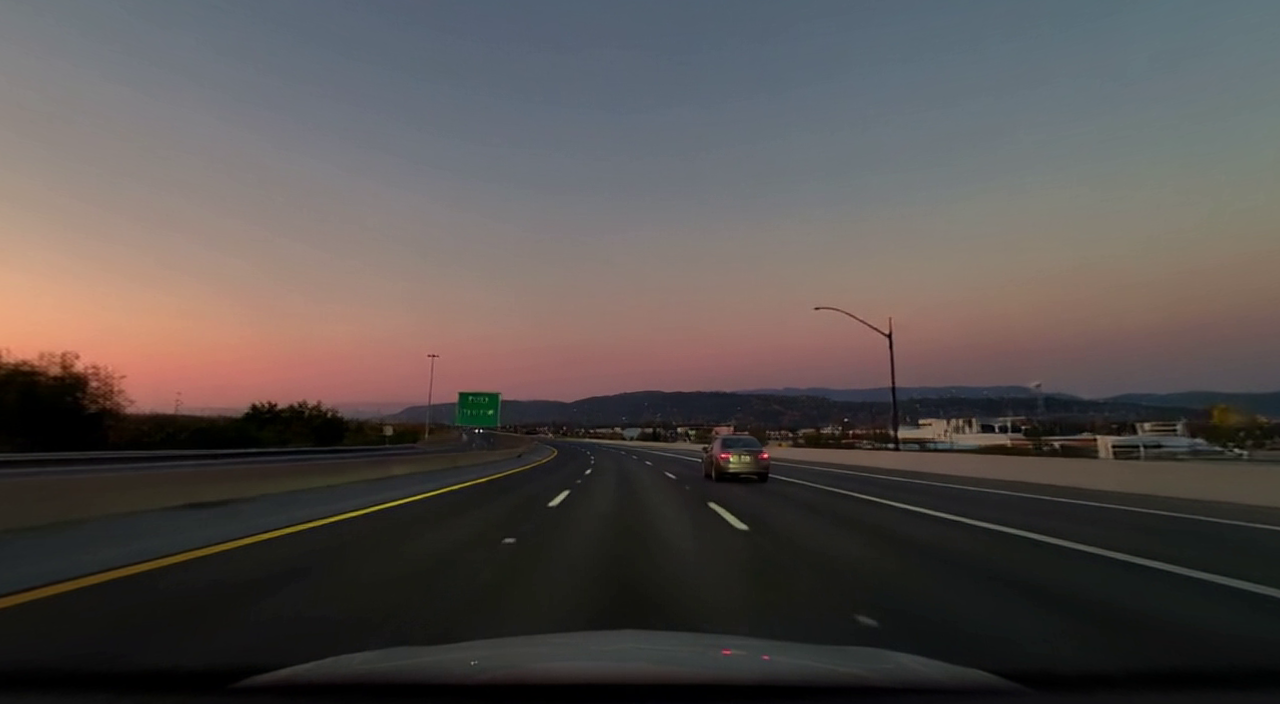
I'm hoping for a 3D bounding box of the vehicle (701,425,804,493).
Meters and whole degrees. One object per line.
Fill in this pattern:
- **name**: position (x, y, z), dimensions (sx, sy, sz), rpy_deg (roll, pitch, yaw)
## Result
- **vehicle**: position (3.069, 3.033, 18.204), dimensions (2.059, 1.715, 4.192), rpy_deg (0, -8, -2)
